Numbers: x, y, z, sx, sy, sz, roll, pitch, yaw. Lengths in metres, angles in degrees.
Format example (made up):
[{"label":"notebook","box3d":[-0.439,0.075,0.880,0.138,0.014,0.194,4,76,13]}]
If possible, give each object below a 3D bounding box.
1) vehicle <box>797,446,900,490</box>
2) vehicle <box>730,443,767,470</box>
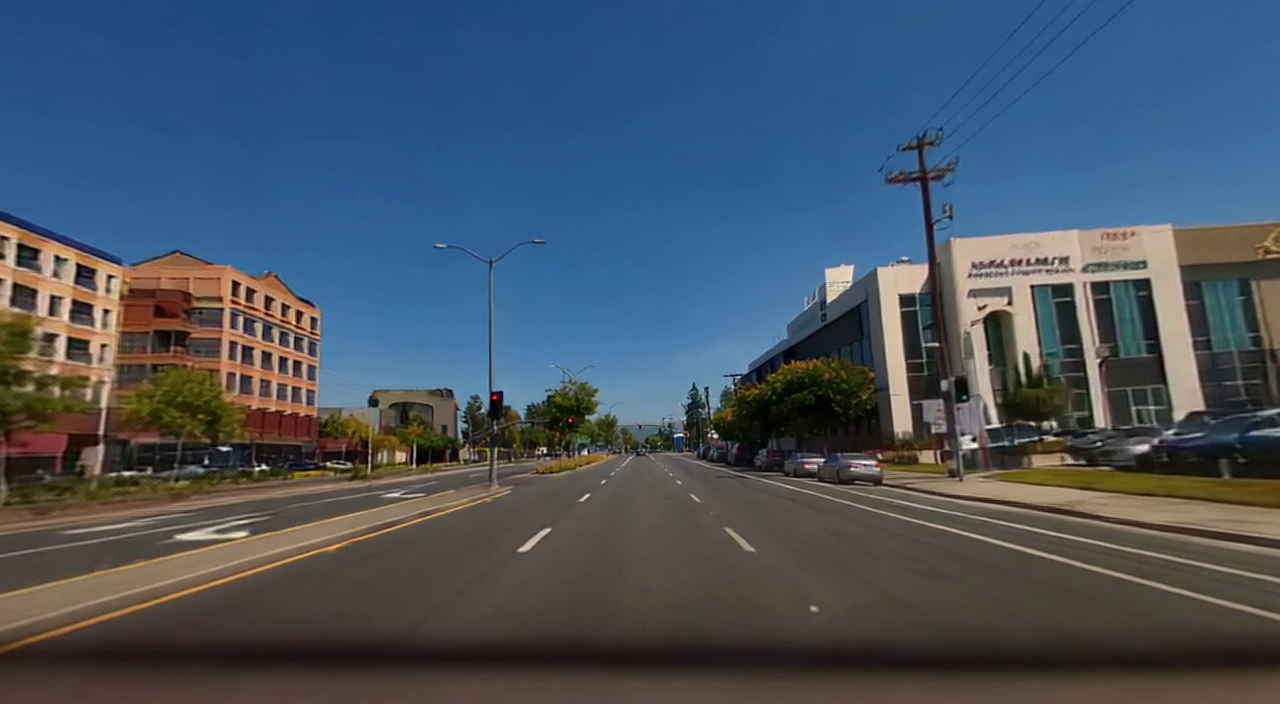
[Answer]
[{"label":"vehicle","box3d":[7.534,4.225,23.444,2.066,1.451,4.783,0,-8,-2]},{"label":"vehicle","box3d":[7.662,7.390,44.934,1.939,1.761,4.711,0,-8,1]}]
